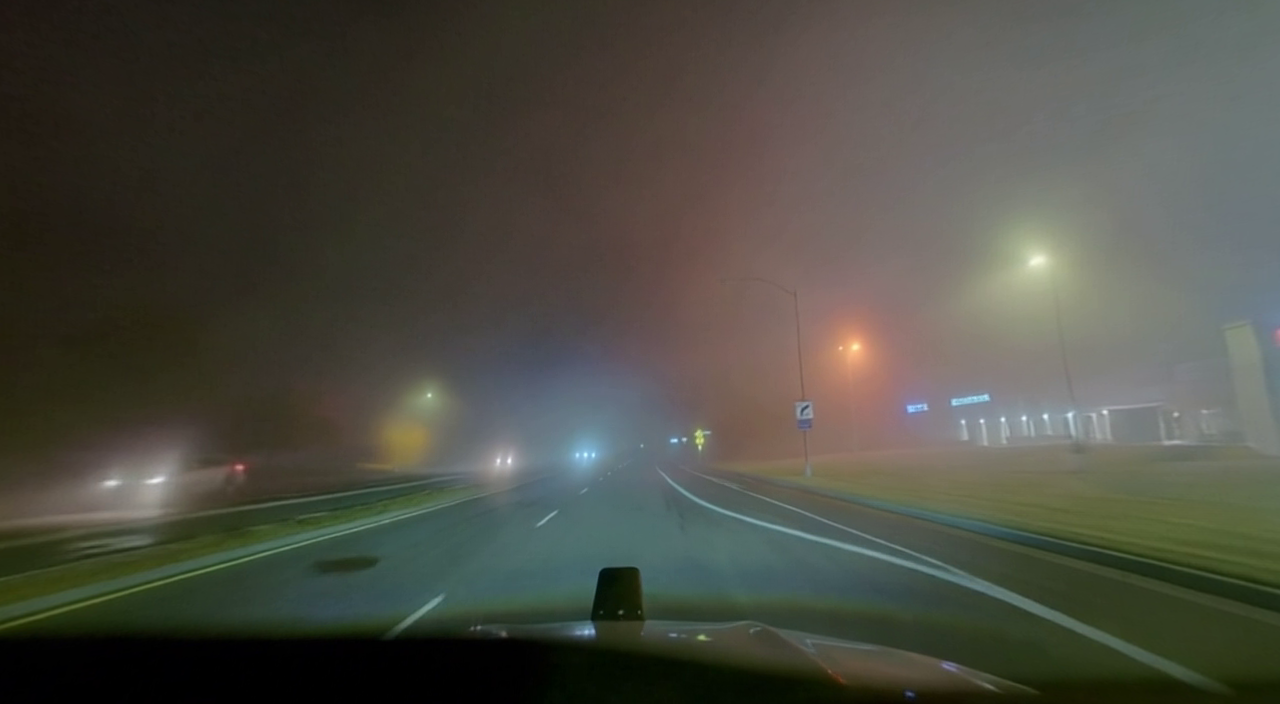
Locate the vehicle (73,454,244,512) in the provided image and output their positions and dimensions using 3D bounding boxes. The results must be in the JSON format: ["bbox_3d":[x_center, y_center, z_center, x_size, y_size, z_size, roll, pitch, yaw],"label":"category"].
[{"bbox_3d":[-16.098,4.346,21.539,2.131,1.679,4.554,-1,-9,2],"label":"vehicle"}]
